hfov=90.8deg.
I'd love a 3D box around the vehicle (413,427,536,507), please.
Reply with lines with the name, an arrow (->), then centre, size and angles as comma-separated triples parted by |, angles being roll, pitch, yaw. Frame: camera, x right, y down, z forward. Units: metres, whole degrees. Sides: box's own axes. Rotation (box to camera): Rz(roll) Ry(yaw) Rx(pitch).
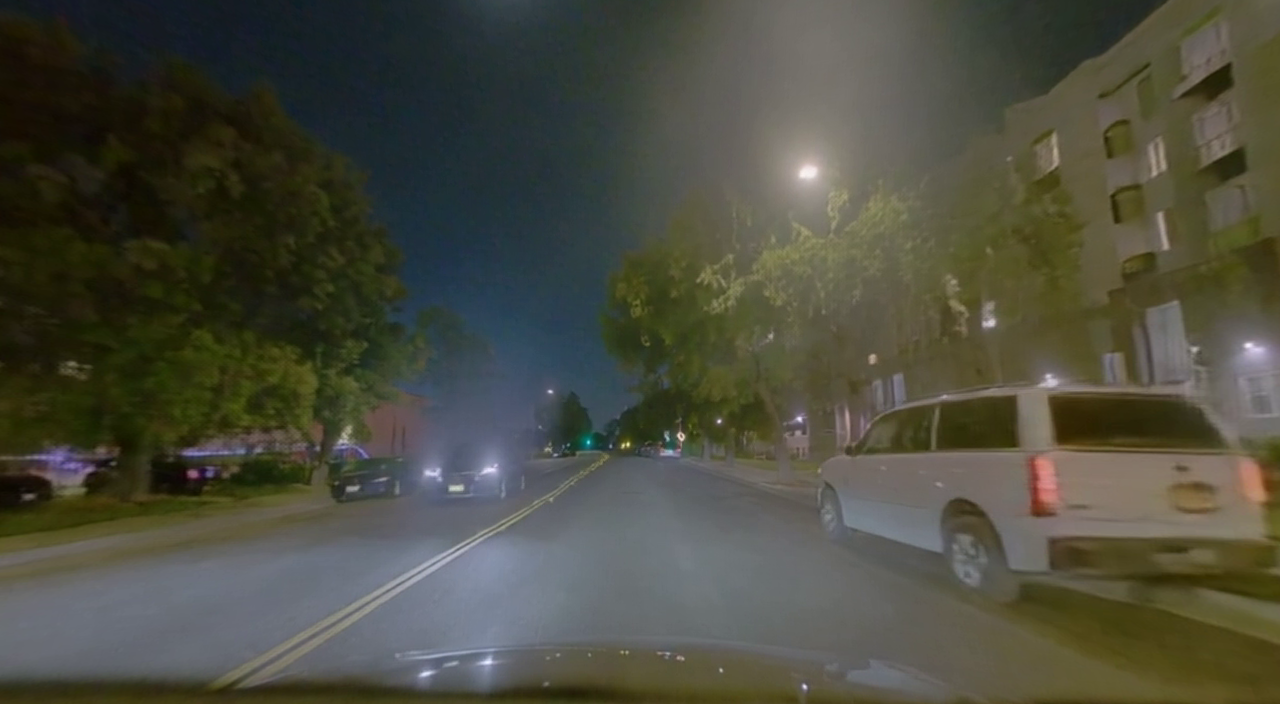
vehicle -> -4.161, 2.961, 16.682 | 2.088, 1.772, 4.375 | 0, -9, -1

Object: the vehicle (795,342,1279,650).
vehicle -> 3.587, 1.303, 6.763 | 2.393, 2.012, 5.060 | 0, -9, -2

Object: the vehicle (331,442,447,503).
vehicle -> -7.548, 3.634, 19.534 | 1.928, 1.537, 4.439 | -3, -8, -2

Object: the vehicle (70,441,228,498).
vehicle -> -15.981, 3.779, 20.561 | 4.696, 1.681, 1.905 | -4, -9, 23
